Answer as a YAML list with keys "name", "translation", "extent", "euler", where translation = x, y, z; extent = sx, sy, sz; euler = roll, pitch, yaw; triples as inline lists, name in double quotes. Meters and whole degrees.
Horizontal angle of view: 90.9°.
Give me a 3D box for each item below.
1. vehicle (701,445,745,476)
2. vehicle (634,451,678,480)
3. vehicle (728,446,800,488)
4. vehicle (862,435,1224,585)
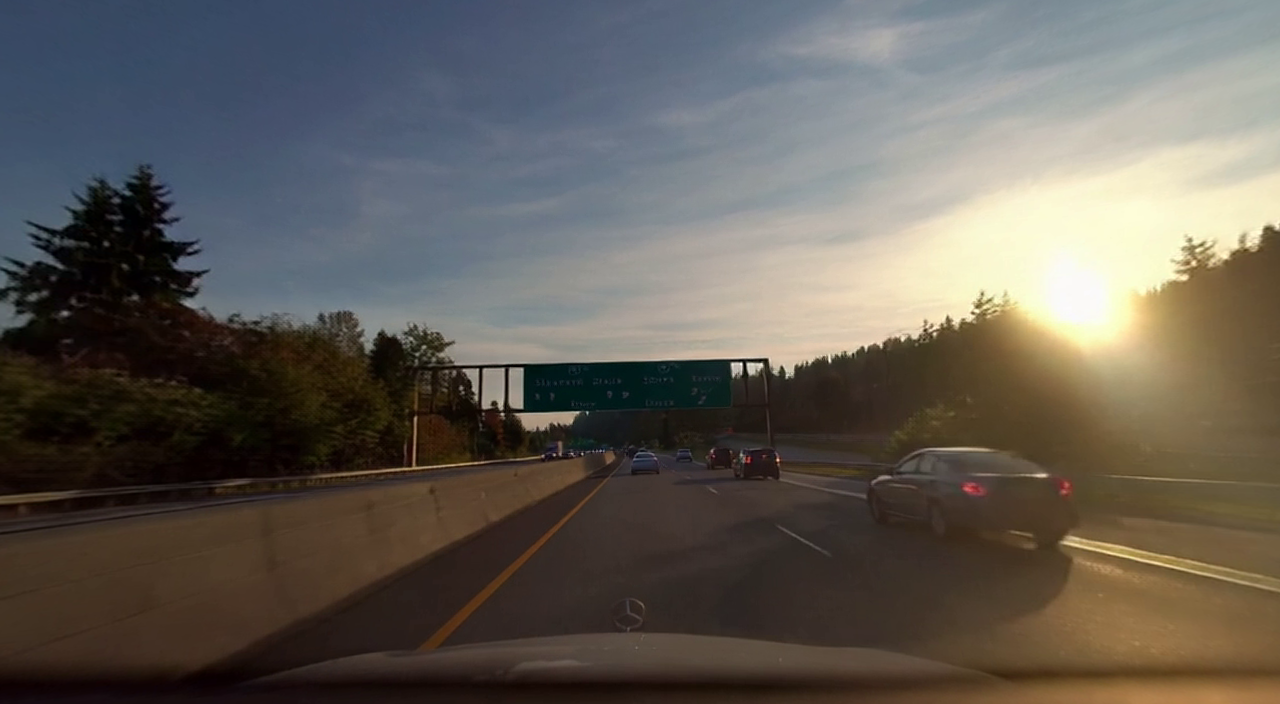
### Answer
- name: "vehicle"
  translation: [4.786, 6.341, 37.026]
  extent: [1.969, 1.639, 4.472]
  euler: [0, -9, 0]
- name: "vehicle"
  translation: [0.726, 5.549, 30.961]
  extent: [2.012, 1.320, 3.777]
  euler: [0, -9, 0]
- name: "vehicle"
  translation: [4.743, 4.447, 24.580]
  extent: [1.952, 1.495, 3.740]
  euler: [0, -9, -1]
- name: "vehicle"
  translation: [4.836, 1.935, 8.647]
  extent: [1.827, 1.462, 4.697]
  euler: [0, -9, 0]
